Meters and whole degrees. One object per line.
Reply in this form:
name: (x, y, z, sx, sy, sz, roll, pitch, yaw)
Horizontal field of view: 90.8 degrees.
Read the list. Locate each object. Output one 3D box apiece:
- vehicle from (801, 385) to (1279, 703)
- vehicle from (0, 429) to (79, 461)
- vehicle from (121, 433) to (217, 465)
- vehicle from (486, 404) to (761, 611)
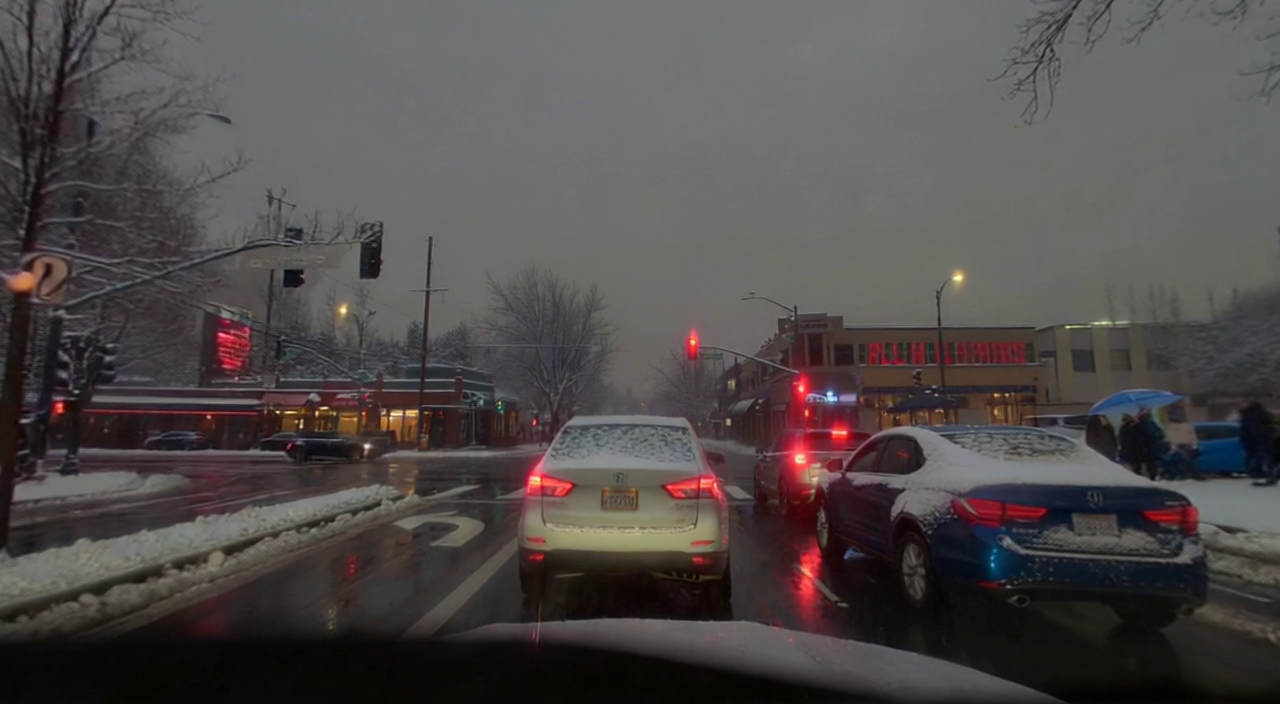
vehicle: (3.038, 1.320, 5.524, 1.983, 1.654, 4.354, 0, -8, -2)
vehicle: (-33.315, 5.127, 34.761, 4.164, 1.652, 2.087, -4, -9, 26)
vehicle: (-25.331, 5.215, 33.982, 4.253, 1.570, 2.132, -4, -9, 22)
vehicle: (-0.130, 1.555, 7.316, 2.123, 1.589, 4.702, 0, -8, 0)
